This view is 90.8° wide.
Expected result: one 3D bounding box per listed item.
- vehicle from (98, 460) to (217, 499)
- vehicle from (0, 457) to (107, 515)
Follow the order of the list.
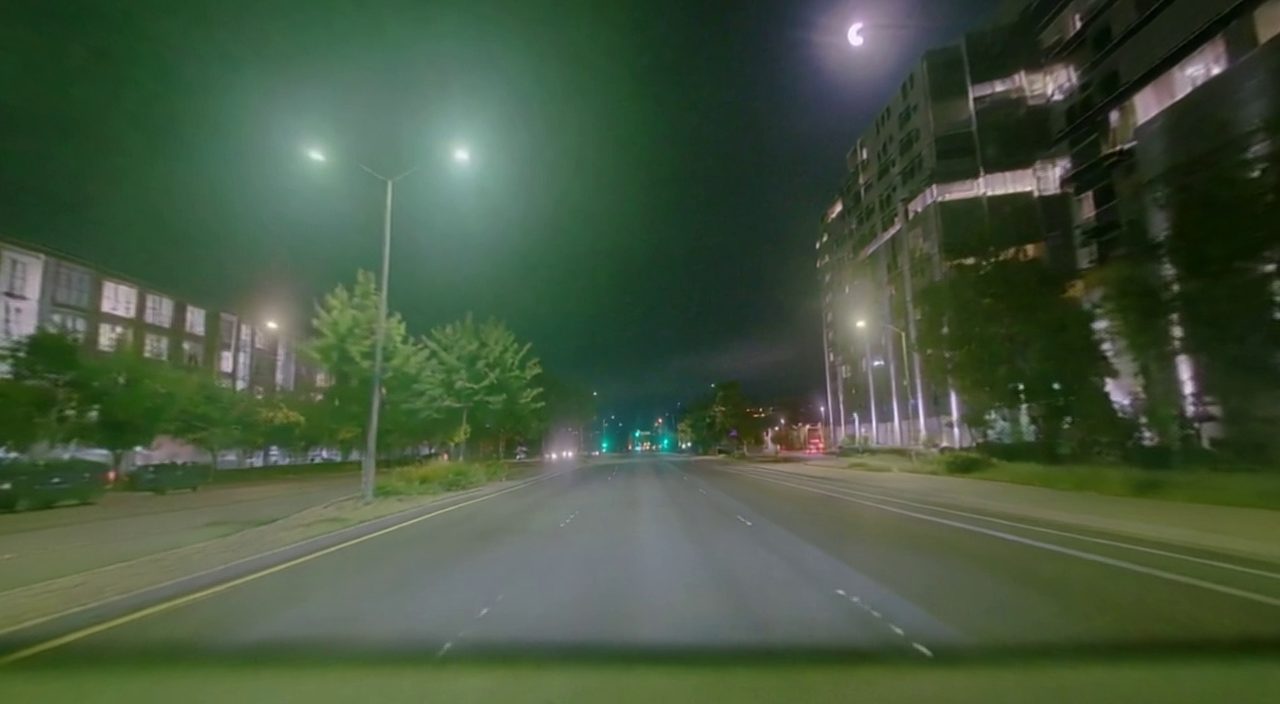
[{"bbox_3d":[-21.910,5.788,29.000,1.841,1.505,4.664,0,-8,-1],"label":"vehicle"},{"bbox_3d":[-22.084,4.696,22.497,2.043,1.816,4.776,0,-8,0],"label":"vehicle"}]
